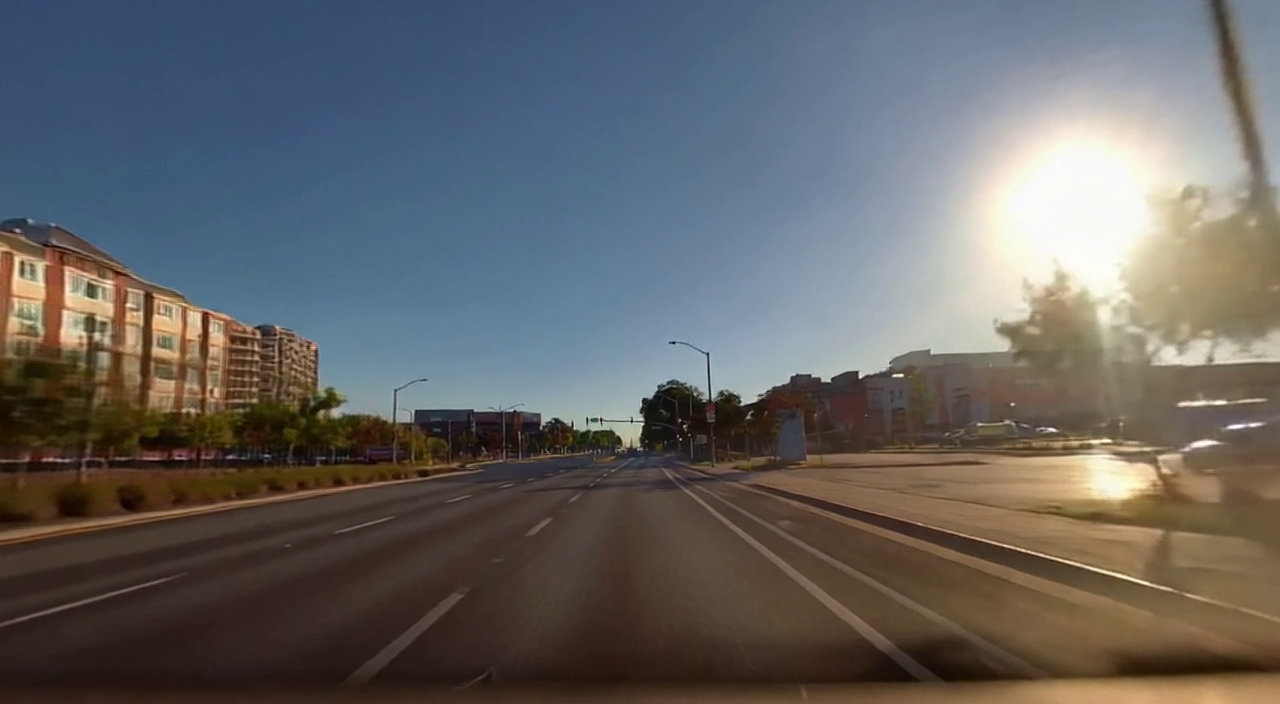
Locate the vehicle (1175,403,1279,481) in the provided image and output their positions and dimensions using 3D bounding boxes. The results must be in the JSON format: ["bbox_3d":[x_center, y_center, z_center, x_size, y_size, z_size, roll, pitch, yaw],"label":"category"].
[{"bbox_3d":[28.146,3.856,27.835,7.548,3.111,2.756,0,-8,-14],"label":"vehicle"}]
